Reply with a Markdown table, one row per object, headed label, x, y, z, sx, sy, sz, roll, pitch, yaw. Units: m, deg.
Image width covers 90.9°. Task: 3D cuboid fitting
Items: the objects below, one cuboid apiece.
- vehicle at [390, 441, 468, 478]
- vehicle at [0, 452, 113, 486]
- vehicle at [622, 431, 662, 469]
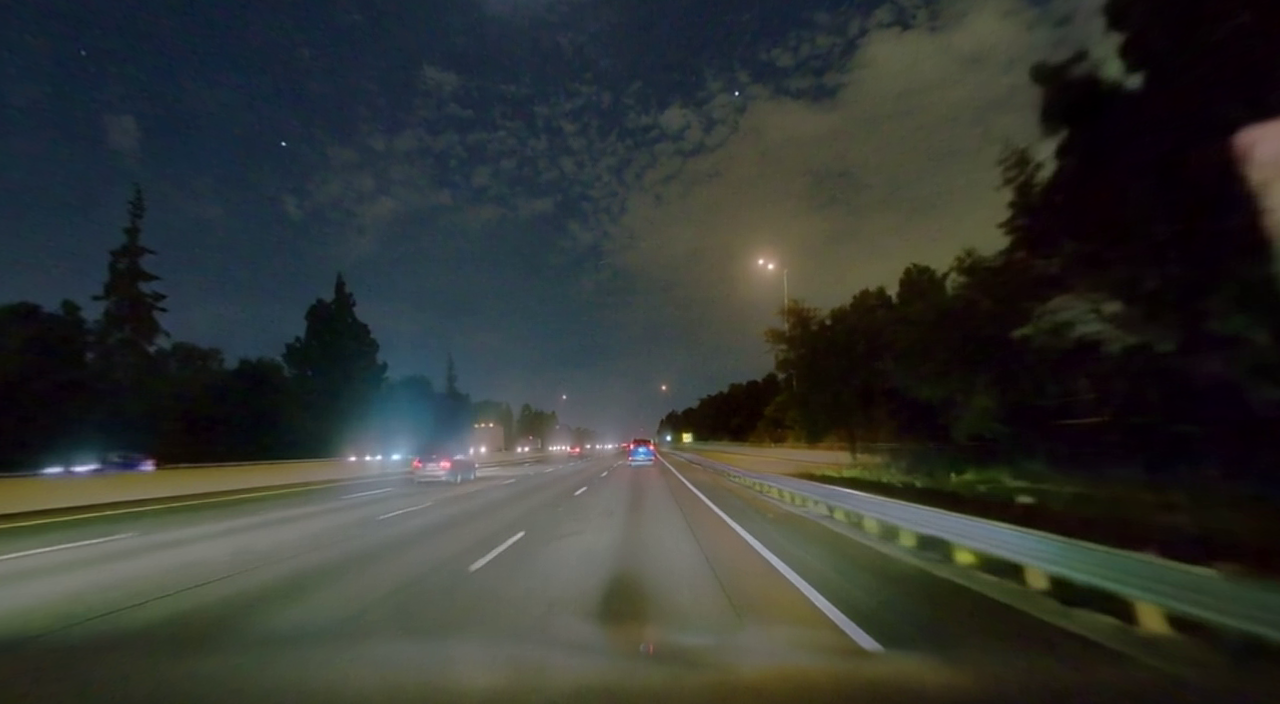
| label | x | y | z | sx | sy | sz | roll | pitch | yaw |
| --- | --- | --- | --- | --- | --- | --- | --- | --- | --- |
| vehicle | -10.169 | 5.182 | 30.805 | 2.037 | 1.661 | 4.885 | 0 | -8 | 1 |
| vehicle | -30.665 | 6.046 | 33.019 | 1.950 | 1.568 | 4.772 | 0 | -8 | 1 |
| vehicle | 0.116 | 6.027 | 38.971 | 2.318 | 2.145 | 4.561 | 0 | -8 | 0 |
